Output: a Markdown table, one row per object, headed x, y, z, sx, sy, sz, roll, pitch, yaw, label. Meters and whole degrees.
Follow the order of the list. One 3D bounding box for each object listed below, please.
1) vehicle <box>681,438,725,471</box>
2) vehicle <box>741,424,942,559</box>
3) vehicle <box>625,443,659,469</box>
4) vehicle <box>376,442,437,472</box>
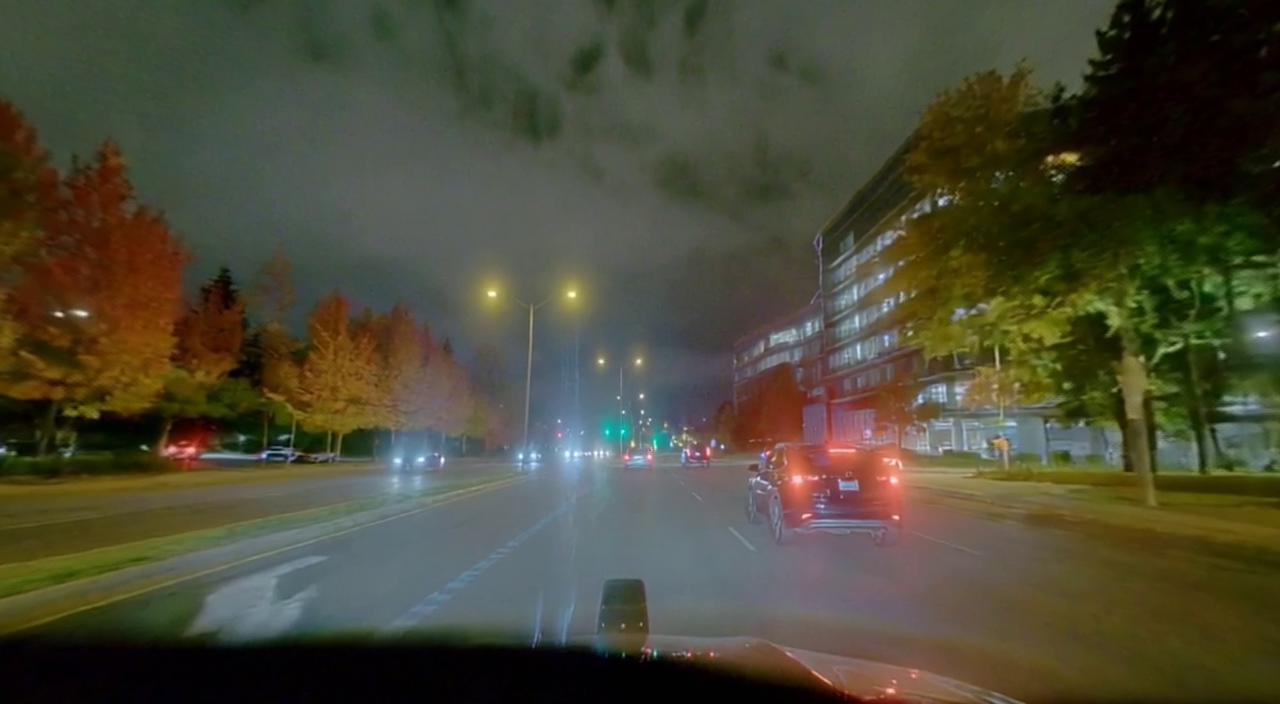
| x | y | z | sx | sy | sz | roll | pitch | yaw | label |
| --- | --- | --- | --- | --- | --- | --- | --- | --- | --- |
| 3.791 | 6.217 | 38.535 | 2.154 | 1.844 | 4.634 | 2 | -8 | -1 | vehicle |
| 2.839 | 2.030 | 9.912 | 1.901 | 1.634 | 3.896 | 1 | -8 | 0 | vehicle |
| 0.097 | 6.422 | 39.082 | 1.991 | 1.477 | 3.814 | -1 | -8 | 0 | vehicle |
| -14.662 | 6.602 | 39.859 | 2.064 | 1.697 | 4.381 | -1 | -8 | 1 | vehicle |
